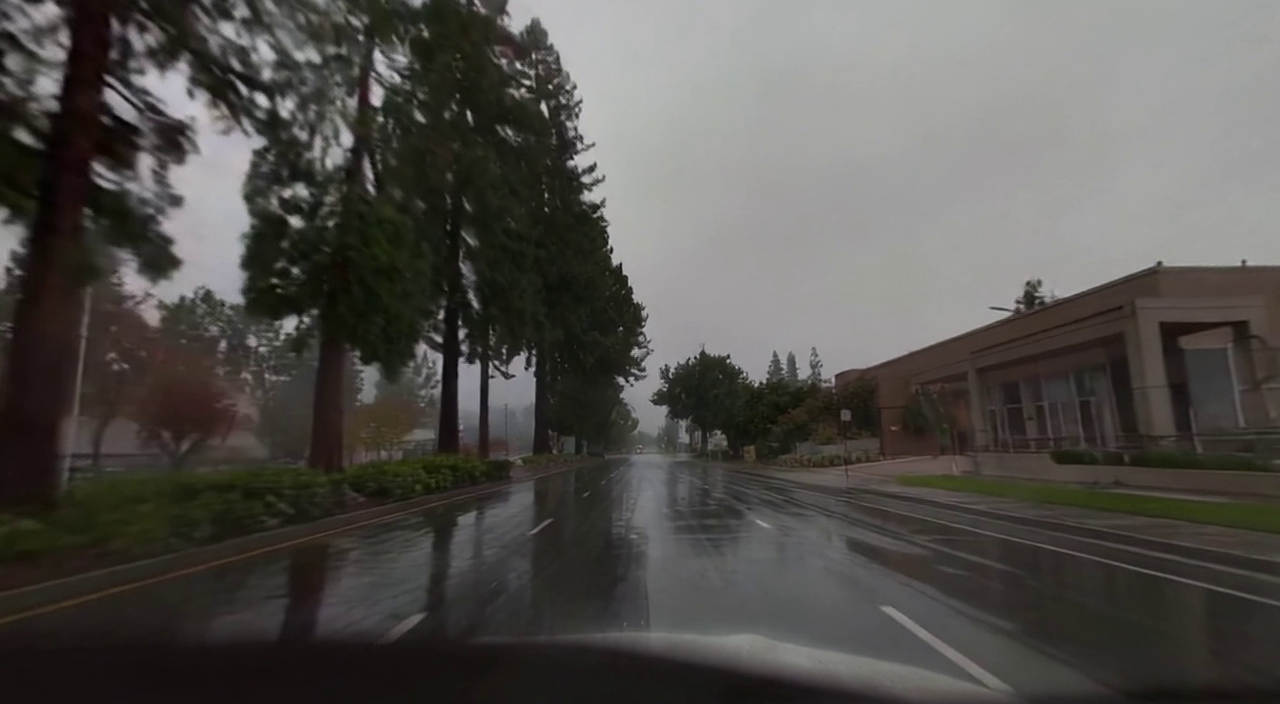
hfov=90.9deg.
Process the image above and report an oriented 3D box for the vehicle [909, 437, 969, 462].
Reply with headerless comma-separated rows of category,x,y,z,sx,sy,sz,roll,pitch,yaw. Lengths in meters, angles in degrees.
vehicle,20.022,6.545,42.433,2.036,1.600,4.117,0,-9,0
